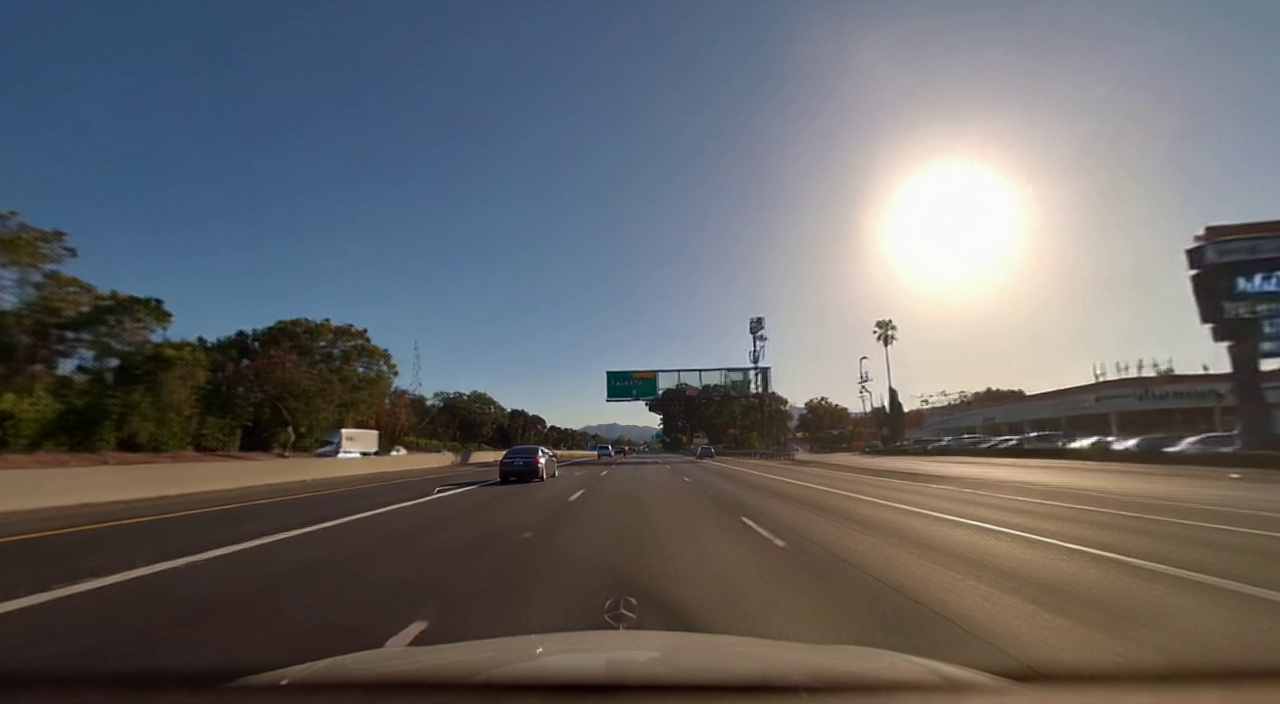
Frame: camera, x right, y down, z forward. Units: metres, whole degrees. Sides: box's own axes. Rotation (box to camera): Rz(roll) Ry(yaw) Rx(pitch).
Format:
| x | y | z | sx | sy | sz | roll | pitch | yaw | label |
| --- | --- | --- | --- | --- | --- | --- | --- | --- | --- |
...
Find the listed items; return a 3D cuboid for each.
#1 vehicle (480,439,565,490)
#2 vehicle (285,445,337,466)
| x | y | z | sx | sy | sz | roll | pitch | yaw | label |
| --- | --- | --- | --- | --- | --- | --- | --- | --- | --- |
| -3.767 | 3.688 | 21.019 | 1.939 | 1.508 | 4.272 | 0 | -8 | 1 | vehicle |
| -22.969 | 7.232 | 44.192 | 1.696 | 1.391 | 3.458 | 0 | -8 | 0 | vehicle |
